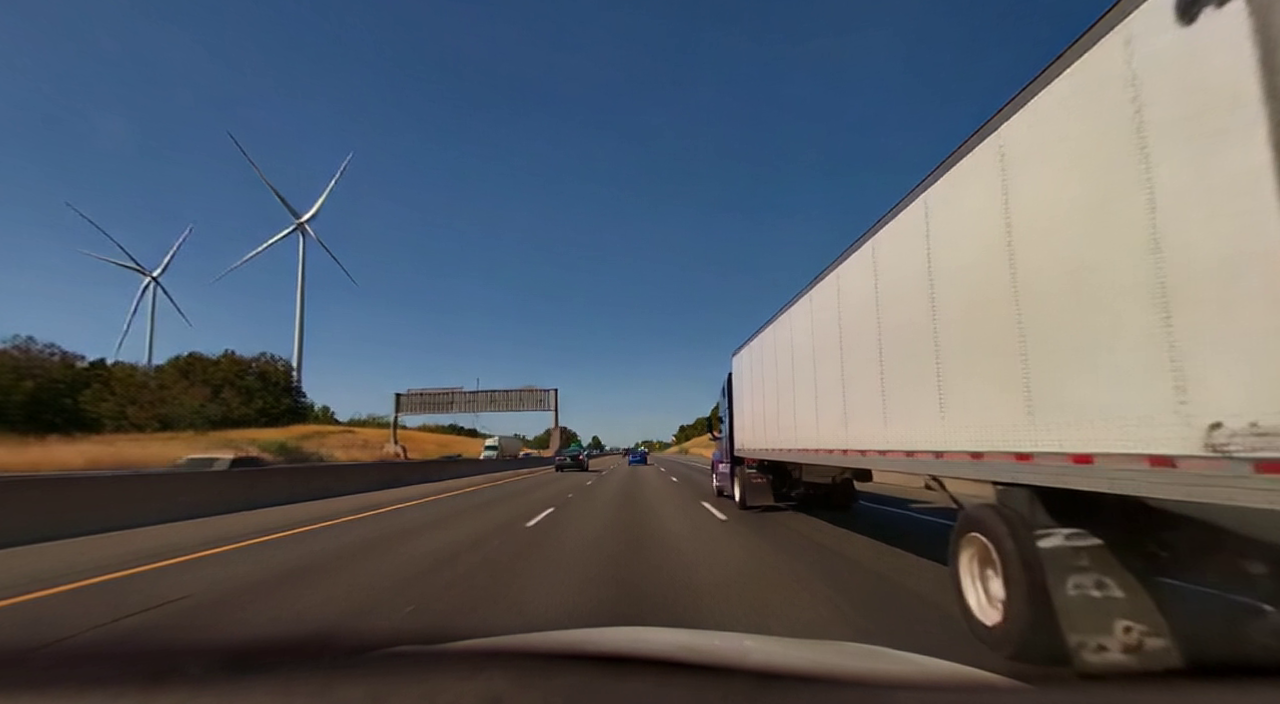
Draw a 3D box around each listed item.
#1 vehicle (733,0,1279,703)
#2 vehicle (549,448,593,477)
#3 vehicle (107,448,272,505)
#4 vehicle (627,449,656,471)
[{"bbox_3d":[3.820,0.780,8.343,2.947,3.989,13.568,0,-9,-1],"label":"vehicle"},{"bbox_3d":[-3.838,6.190,35.609,1.952,1.521,4.095,0,-9,1],"label":"vehicle"},{"bbox_3d":[-12.127,3.329,17.319,1.780,1.383,3.624,0,-9,1],"label":"vehicle"},{"bbox_3d":[0.073,7.638,44.923,1.931,1.453,3.695,0,-9,-1],"label":"vehicle"}]
